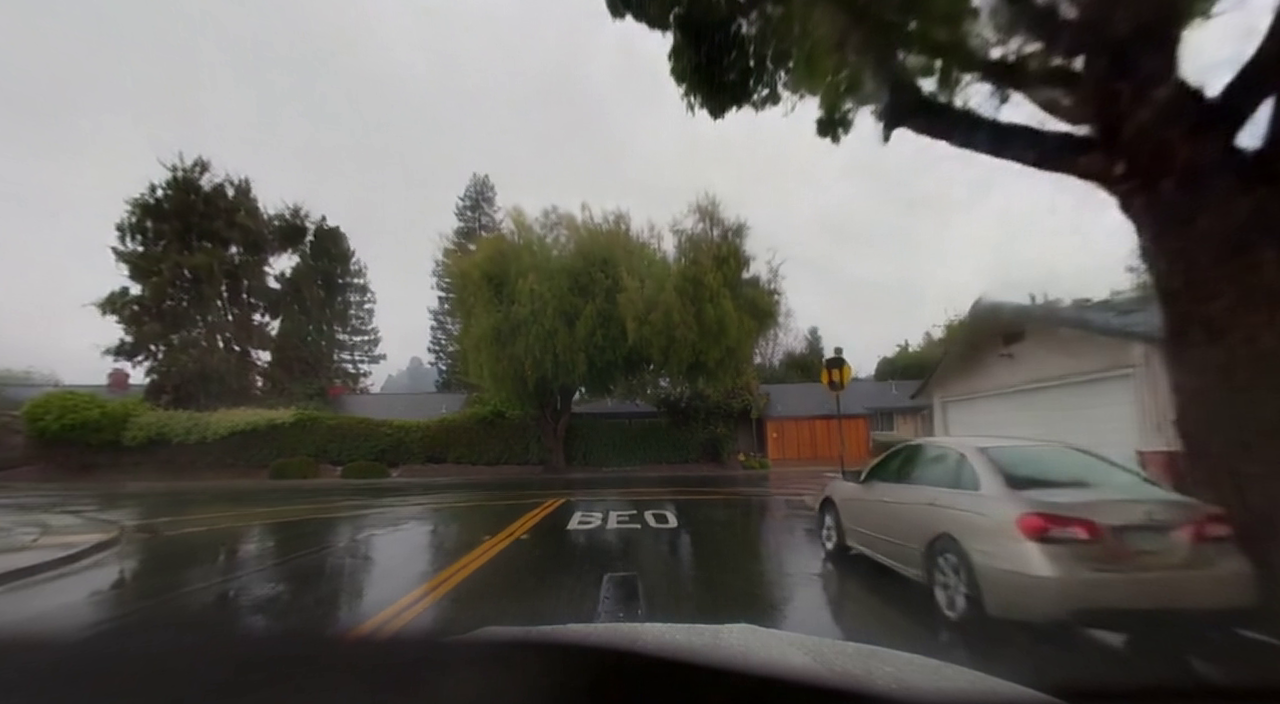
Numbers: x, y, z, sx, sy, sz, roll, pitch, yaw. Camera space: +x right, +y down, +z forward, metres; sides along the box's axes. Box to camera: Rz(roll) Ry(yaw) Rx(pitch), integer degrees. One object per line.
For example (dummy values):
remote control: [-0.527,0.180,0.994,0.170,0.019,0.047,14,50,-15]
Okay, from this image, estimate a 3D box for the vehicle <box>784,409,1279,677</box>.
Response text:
vehicle: [3.031,1.416,5.909,2.167,1.479,4.597,0,-9,-1]
